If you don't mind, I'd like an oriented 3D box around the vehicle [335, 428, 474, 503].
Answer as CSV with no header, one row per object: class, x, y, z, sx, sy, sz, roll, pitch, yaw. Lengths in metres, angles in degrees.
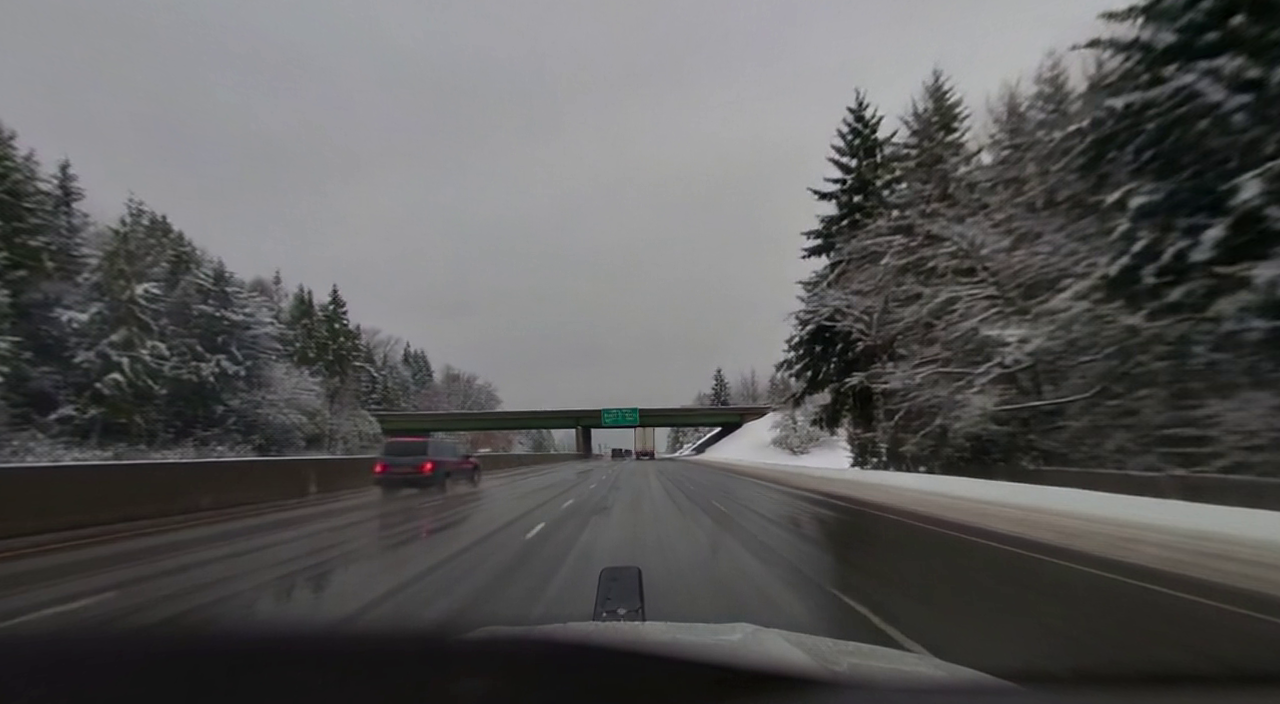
vehicle,-6.871,3.380,19.184,2.195,1.940,5.154,0,-9,0
